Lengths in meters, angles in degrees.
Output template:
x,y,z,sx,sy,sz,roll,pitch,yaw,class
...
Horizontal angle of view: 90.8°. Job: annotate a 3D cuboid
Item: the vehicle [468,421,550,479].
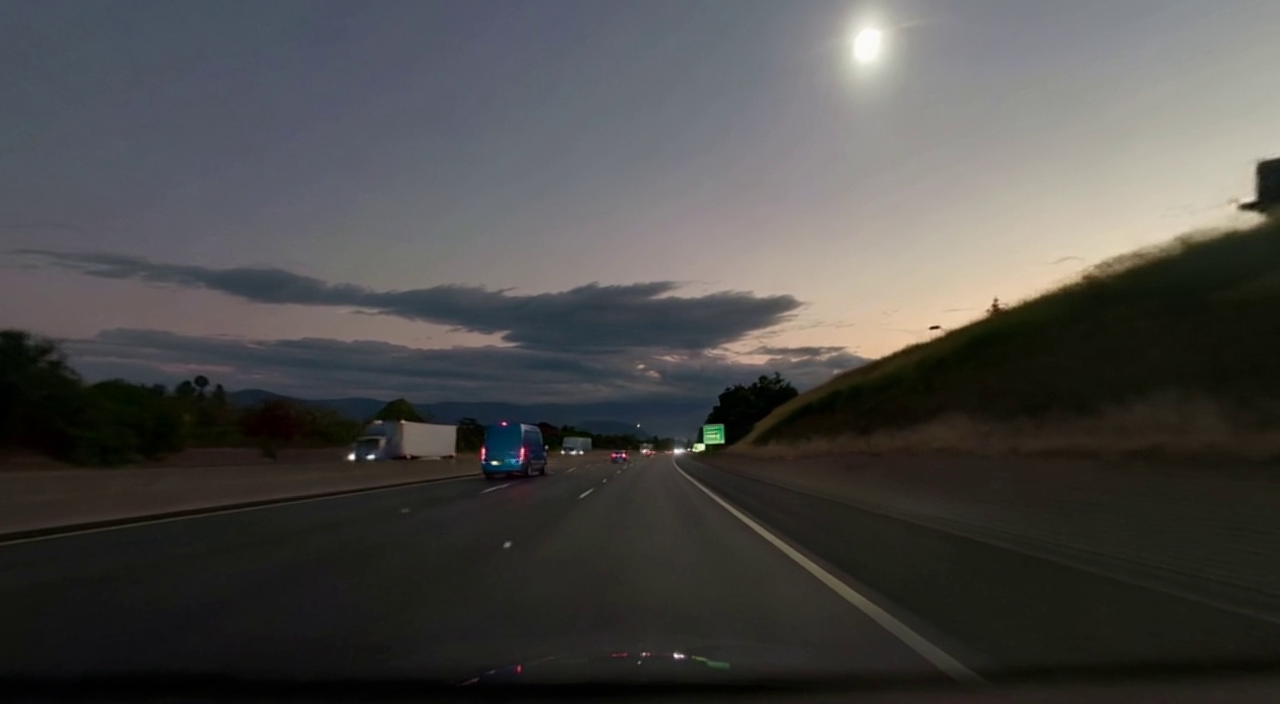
x,y,z,sx,sy,sz,roll,pitch,yaw,class
-6.105,4.721,30.362,2.449,2.471,6.130,-1,-9,2,vehicle
